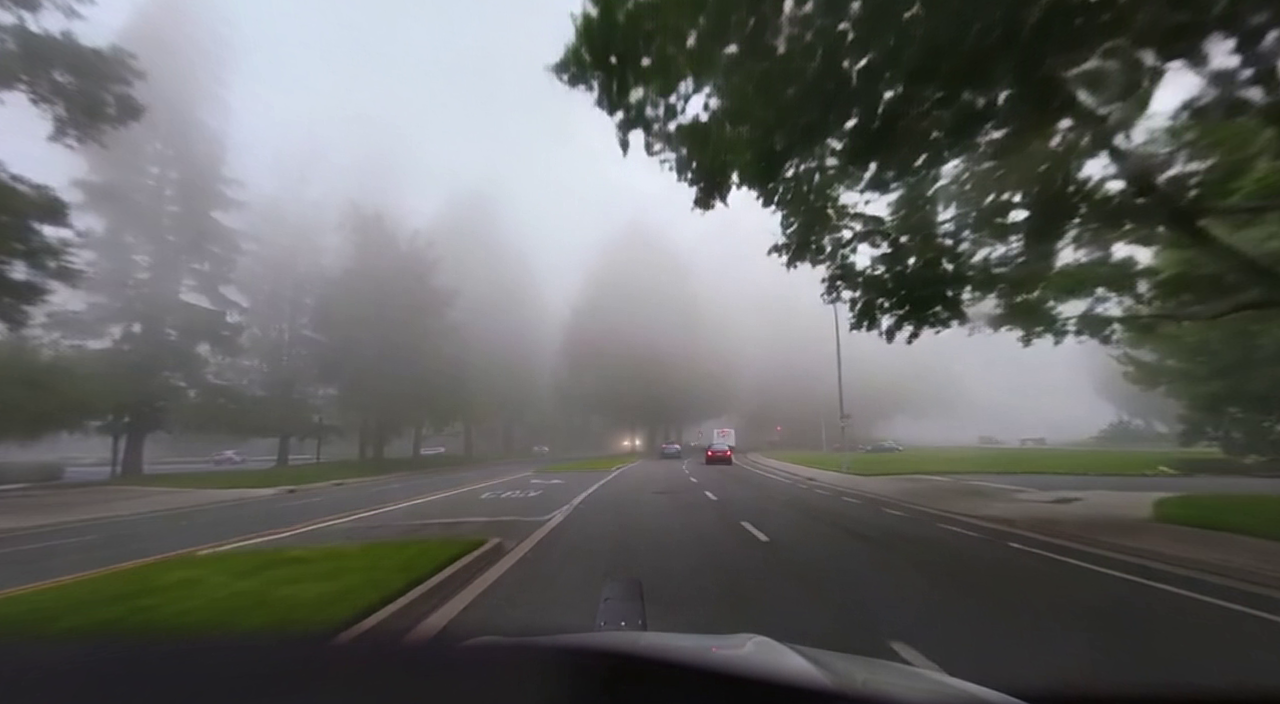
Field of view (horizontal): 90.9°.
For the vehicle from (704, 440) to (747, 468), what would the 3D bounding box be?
[{"bbox_3d":[4.815,5.790,36.013,1.989,1.497,4.436,0,-8,2],"label":"vehicle"}]
